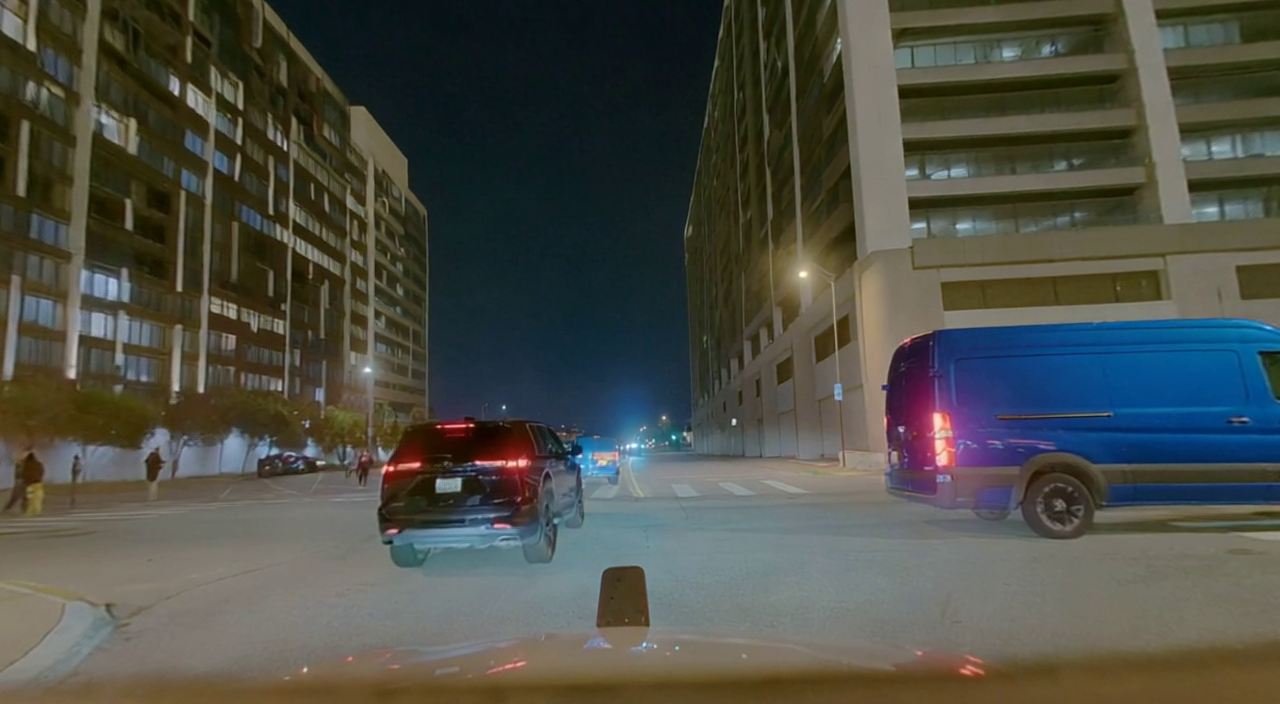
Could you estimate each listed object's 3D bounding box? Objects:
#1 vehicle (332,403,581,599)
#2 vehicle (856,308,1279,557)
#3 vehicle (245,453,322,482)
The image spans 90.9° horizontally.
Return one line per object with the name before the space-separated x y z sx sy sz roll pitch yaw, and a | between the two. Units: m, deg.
vehicle | -1.836 1.645 7.822 2.144 1.733 4.115 1 -8 -5
vehicle | 6.770 1.038 8.236 6.932 2.753 2.446 0 -8 1
vehicle | -19.454 6.290 34.512 3.467 1.456 1.649 4 -9 -24
